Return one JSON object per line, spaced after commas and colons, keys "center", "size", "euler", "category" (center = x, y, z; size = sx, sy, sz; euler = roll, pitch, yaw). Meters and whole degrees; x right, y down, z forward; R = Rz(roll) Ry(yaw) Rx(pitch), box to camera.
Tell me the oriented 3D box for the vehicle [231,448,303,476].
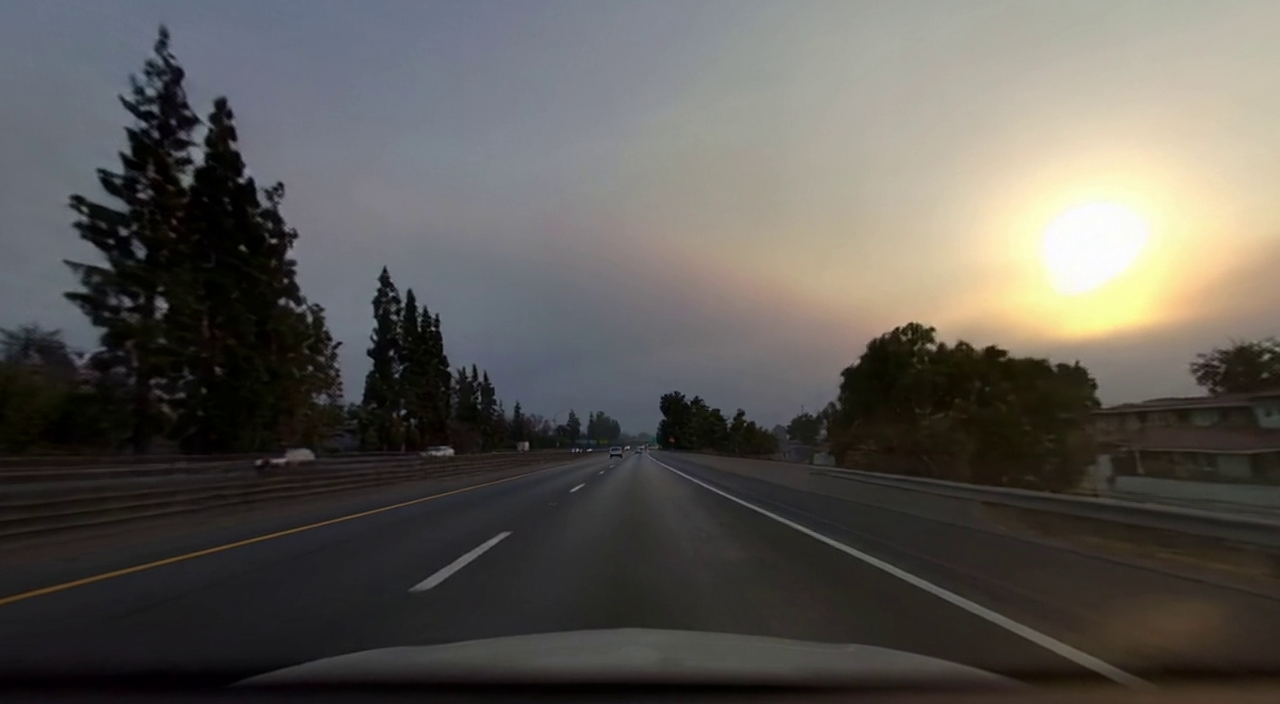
{"center": [-24.846, 7.308, 42.108], "size": [1.963, 1.698, 4.520], "euler": [0, -9, 1], "category": "vehicle"}
